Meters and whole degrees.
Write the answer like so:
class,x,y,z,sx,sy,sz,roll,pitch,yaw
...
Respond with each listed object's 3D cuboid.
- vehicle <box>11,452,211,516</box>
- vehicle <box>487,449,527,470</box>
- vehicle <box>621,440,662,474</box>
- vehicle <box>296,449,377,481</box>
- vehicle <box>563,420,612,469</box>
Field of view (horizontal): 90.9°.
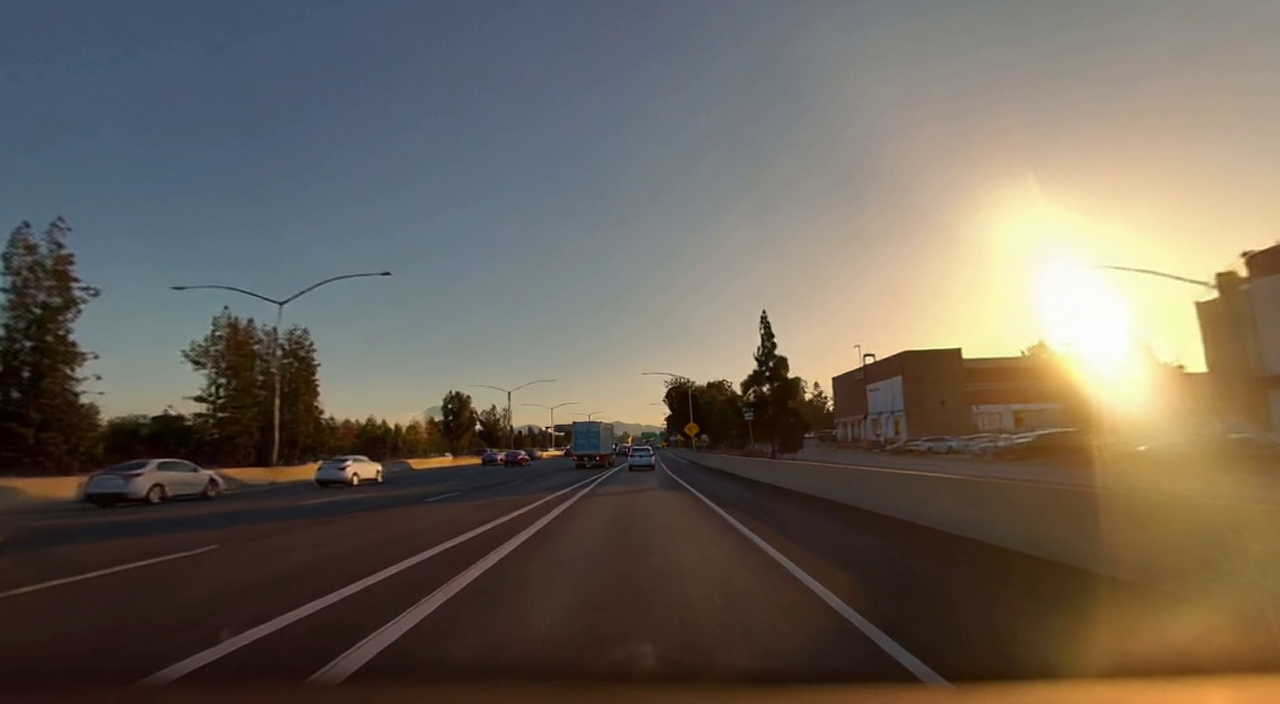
class,x,y,z,sx,sy,sz,roll,pitch,yaw
vehicle,-14.690,3.633,17.924,1.805,1.508,4.331,0,-8,2
vehicle,-10.424,8.465,49.807,1.928,1.480,4.823,0,-8,2
vehicle,0.110,6.045,36.589,2.227,1.794,4.646,0,-8,1
vehicle,-17.590,6.543,36.850,2.076,1.709,4.893,-1,-8,3
vehicle,-3.936,7.202,49.039,2.796,3.426,8.553,0,-8,2
